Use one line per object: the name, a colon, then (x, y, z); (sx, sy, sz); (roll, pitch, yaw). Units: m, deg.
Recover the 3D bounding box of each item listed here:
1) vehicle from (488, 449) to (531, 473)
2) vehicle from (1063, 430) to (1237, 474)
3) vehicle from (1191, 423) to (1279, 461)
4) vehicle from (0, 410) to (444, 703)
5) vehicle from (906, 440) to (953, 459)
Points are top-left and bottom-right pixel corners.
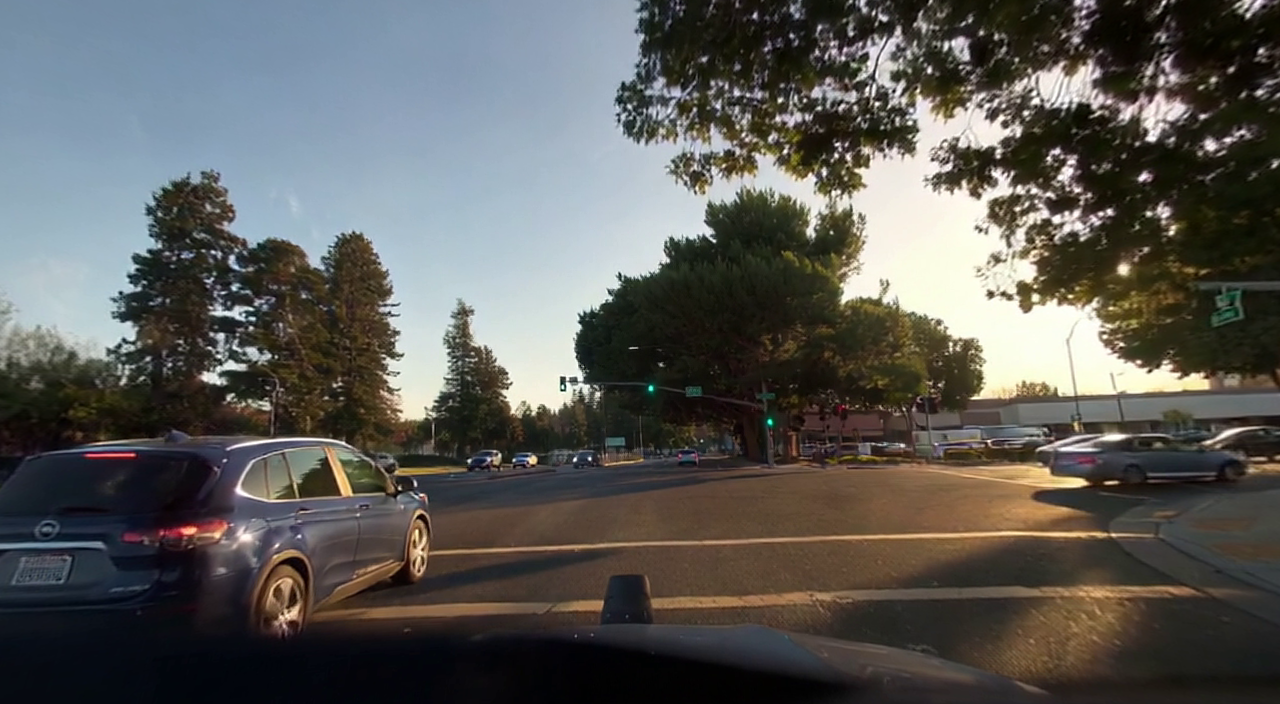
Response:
vehicle: (-9.758, 8.171, 47.432); (1.905, 1.724, 4.449); (-1, -9, 5)
vehicle: (17.590, 3.481, 21.914); (4.364, 1.450, 1.841); (0, -9, 2)
vehicle: (26.809, 3.889, 27.228); (4.240, 1.540, 1.944); (1, -9, -5)
vehicle: (-2.893, 1.177, 3.592); (1.924, 1.482, 4.734); (0, -9, 1)
vehicle: (22.393, 7.509, 48.611); (1.930, 1.410, 4.313); (-8, -12, 43)
